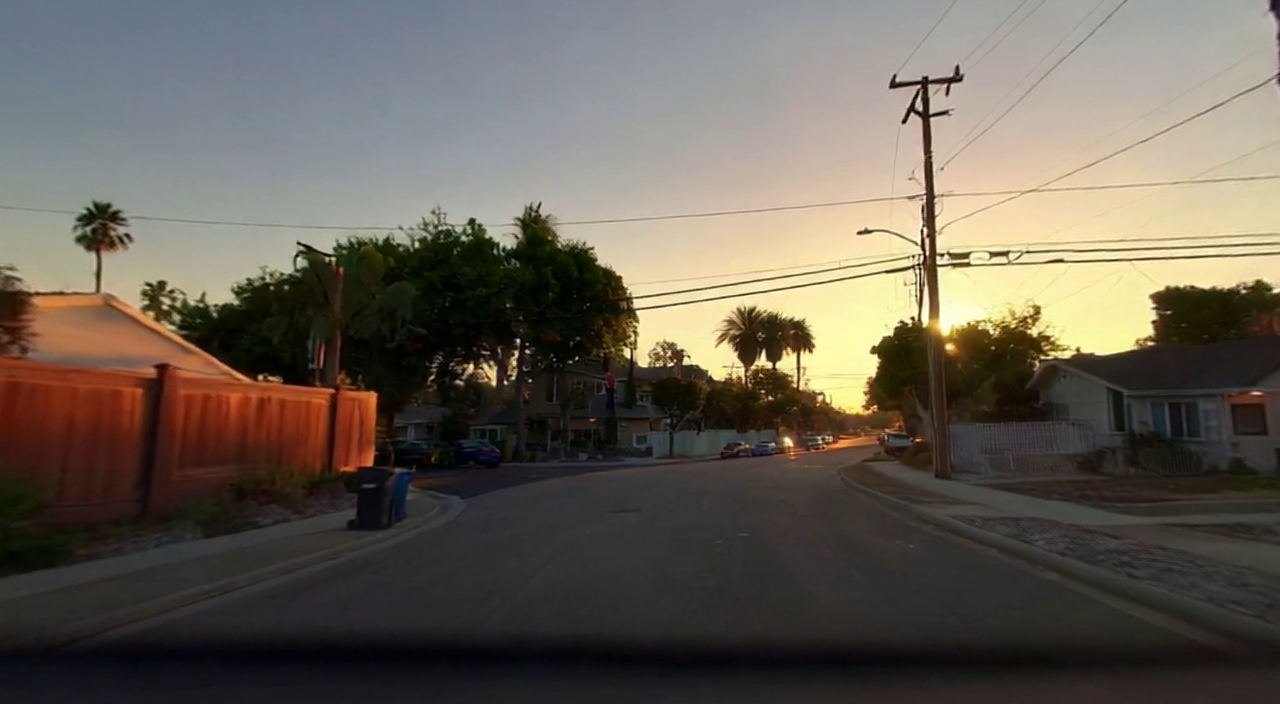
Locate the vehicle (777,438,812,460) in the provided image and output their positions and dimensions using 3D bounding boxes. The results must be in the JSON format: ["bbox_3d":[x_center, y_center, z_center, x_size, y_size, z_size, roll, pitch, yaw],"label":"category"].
[{"bbox_3d":[12.039,7.529,49.061,1.955,1.632,3.688,-4,-9,24],"label":"vehicle"}]

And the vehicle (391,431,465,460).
[{"bbox_3d":[-15.835,7.029,47.537,2.226,2.001,5.259,-4,-9,23],"label":"vehicle"}]

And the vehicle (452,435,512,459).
[{"bbox_3d":[-11.935,7.216,47.959,1.902,1.723,4.410,-4,-10,27],"label":"vehicle"}]

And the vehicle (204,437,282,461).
[{"bbox_3d":[-31.011,7.589,49.552,2.035,1.791,4.993,-2,-9,15],"label":"vehicle"}]

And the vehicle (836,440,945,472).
[{"bbox_3d":[11.677,4.896,29.751,4.531,1.447,1.814,-3,-10,15],"label":"vehicle"}]

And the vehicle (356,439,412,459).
[{"bbox_3d":[-19.700,7.504,48.777,1.770,1.445,3.717,-4,-9,23],"label":"vehicle"}]
